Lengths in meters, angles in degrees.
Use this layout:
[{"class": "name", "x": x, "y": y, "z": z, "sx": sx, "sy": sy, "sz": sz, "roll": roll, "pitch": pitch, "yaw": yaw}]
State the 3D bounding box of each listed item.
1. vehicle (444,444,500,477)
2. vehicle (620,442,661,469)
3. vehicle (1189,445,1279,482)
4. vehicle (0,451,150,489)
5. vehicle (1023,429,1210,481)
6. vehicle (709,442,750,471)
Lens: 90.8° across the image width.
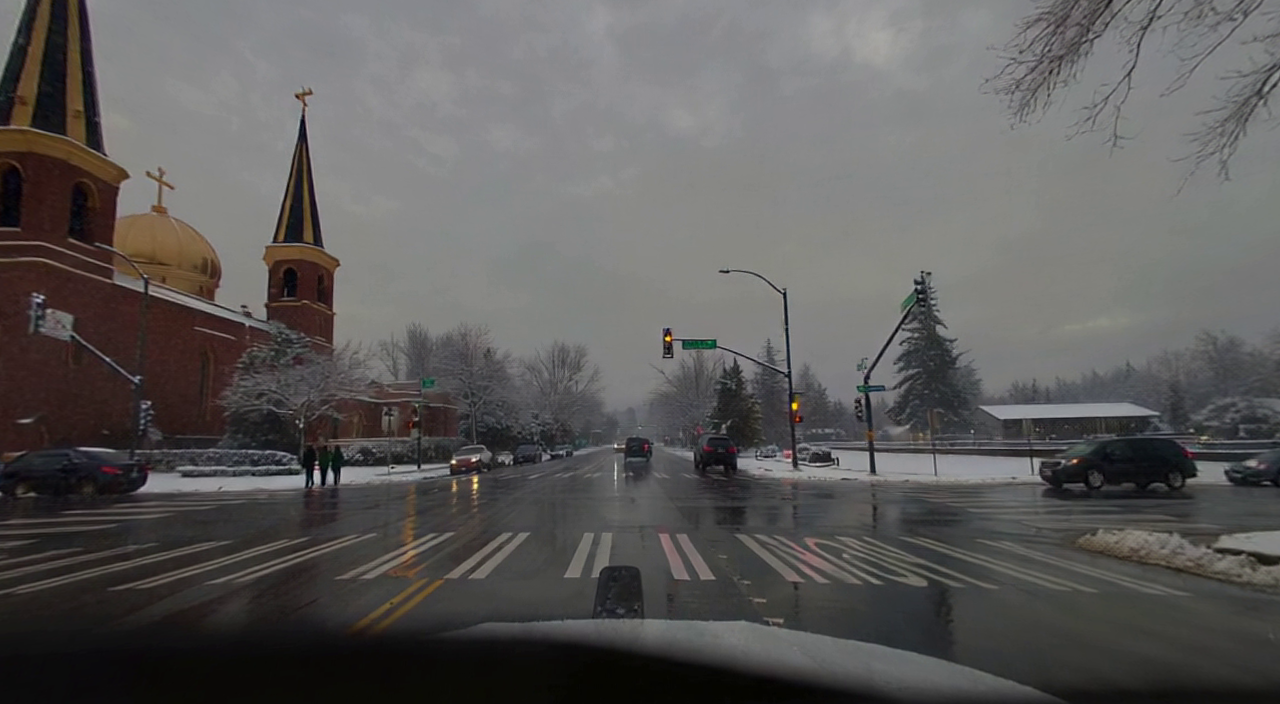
[{"class": "vehicle", "x": -10.237, "y": 6.614, "z": 38.950, "sx": 2.076, "sy": 1.876, "sz": 4.669, "roll": 0, "pitch": -8, "yaw": 1}, {"class": "vehicle", "x": 0.085, "y": 6.992, "z": 42.976, "sx": 2.051, "sy": 1.724, "sz": 4.567, "roll": -1, "pitch": -9, "yaw": 9}, {"class": "vehicle", "x": 26.378, "y": 4.680, "z": 26.679, "sx": 4.561, "sy": 1.475, "sz": 1.850, "roll": 0, "pitch": -8, "yaw": 0}, {"class": "vehicle", "x": -23.363, "y": 4.867, "z": 26.219, "sx": 4.479, "sy": 1.476, "sz": 1.873, "roll": 0, "pitch": -8, "yaw": 1}, {"class": "vehicle", "x": 19.865, "y": 4.305, "z": 26.579, "sx": 5.852, "sy": 2.057, "sz": 2.361, "roll": 0, "pitch": -8, "yaw": 0}, {"class": "vehicle", "x": 5.826, "y": 6.859, "z": 41.508, "sx": 1.969, "sy": 1.776, "sz": 4.329, "roll": 0, "pitch": -8, "yaw": -2}]
